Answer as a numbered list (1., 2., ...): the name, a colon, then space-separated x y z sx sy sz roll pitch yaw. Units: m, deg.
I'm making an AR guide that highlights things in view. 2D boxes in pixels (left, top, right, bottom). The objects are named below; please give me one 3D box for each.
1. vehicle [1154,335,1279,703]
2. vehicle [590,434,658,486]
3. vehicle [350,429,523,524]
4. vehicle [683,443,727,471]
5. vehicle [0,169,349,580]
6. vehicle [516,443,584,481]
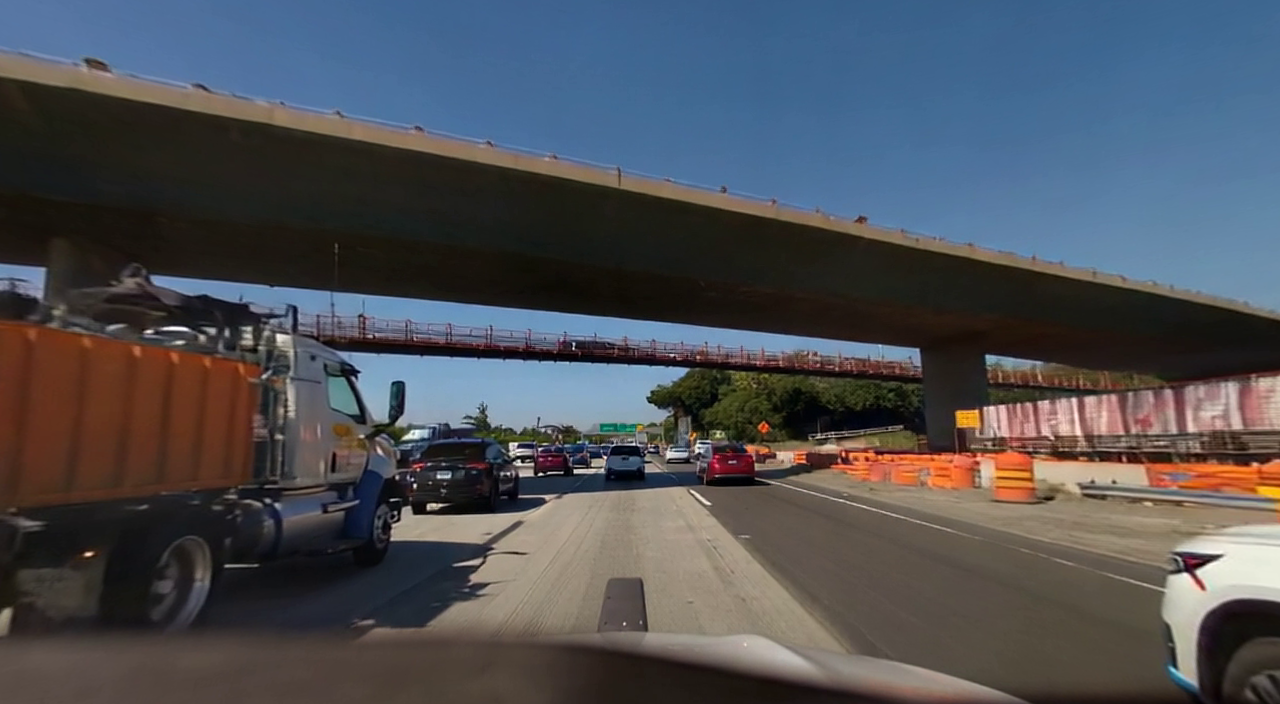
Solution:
1. vehicle: 3.324 0.511 0.461 2.036 1.676 4.599 0 -8 1
2. vehicle: -0.532 3.878 22.982 2.270 1.696 4.061 0 -8 0
3. vehicle: -3.987 2.509 13.300 2.124 1.639 4.344 0 -8 1
4. vehicle: 3.573 5.871 35.424 2.003 1.465 4.092 0 -8 -1
5. vehicle: -7.567 0.437 7.531 2.959 3.886 10.574 0 -8 1
6. vehicle: -3.718 4.633 26.935 2.141 1.455 4.447 0 -8 1
